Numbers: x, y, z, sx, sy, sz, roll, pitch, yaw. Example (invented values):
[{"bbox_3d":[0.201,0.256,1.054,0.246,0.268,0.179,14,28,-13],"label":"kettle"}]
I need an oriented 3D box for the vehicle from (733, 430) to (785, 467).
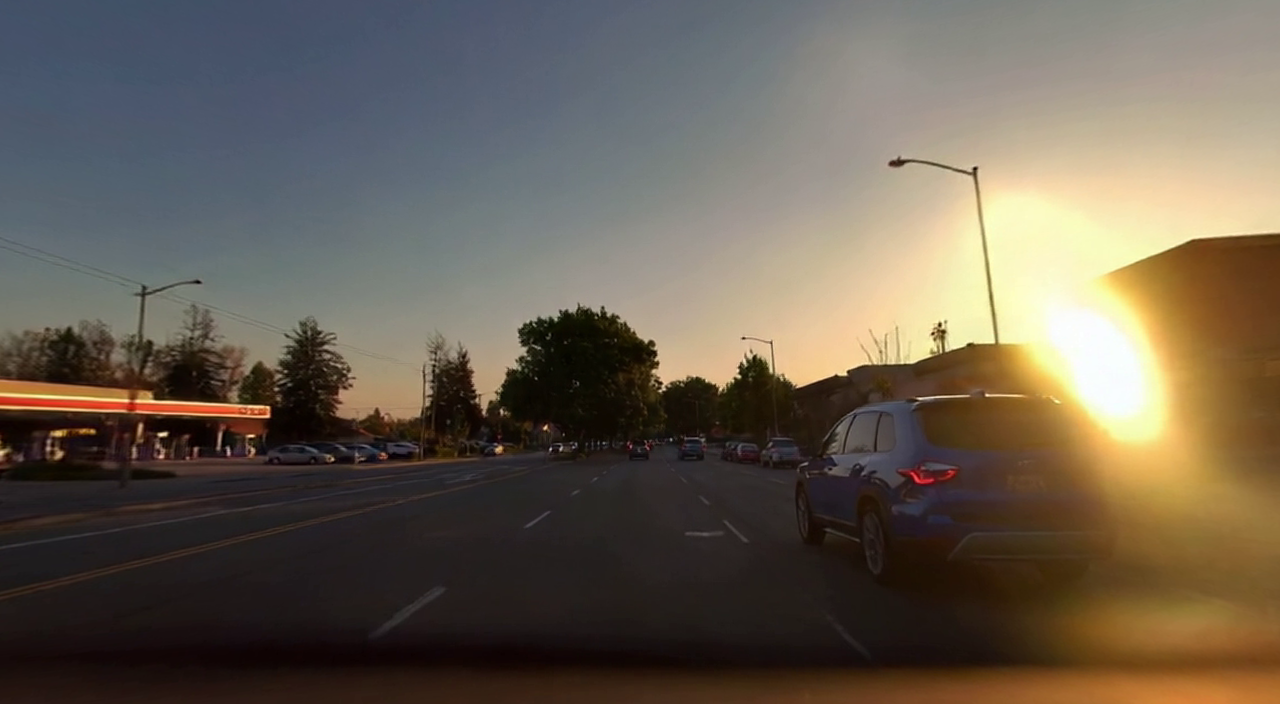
[{"bbox_3d":[7.474,6.156,40.071,2.220,2.147,6.392,0,-8,1],"label":"vehicle"}]

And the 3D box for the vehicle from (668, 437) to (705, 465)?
[{"bbox_3d":[3.202,6.948,44.233,2.317,1.857,5.150,0,-8,1],"label":"vehicle"}]

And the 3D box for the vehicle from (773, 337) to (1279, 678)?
[{"bbox_3d":[2.932,1.228,6.072,2.246,1.963,4.777,0,-8,0],"label":"vehicle"}]

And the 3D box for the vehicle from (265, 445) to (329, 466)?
[{"bbox_3d":[-26.157,7.890,47.909,3.765,1.559,1.915,0,-8,2],"label":"vehicle"}]
